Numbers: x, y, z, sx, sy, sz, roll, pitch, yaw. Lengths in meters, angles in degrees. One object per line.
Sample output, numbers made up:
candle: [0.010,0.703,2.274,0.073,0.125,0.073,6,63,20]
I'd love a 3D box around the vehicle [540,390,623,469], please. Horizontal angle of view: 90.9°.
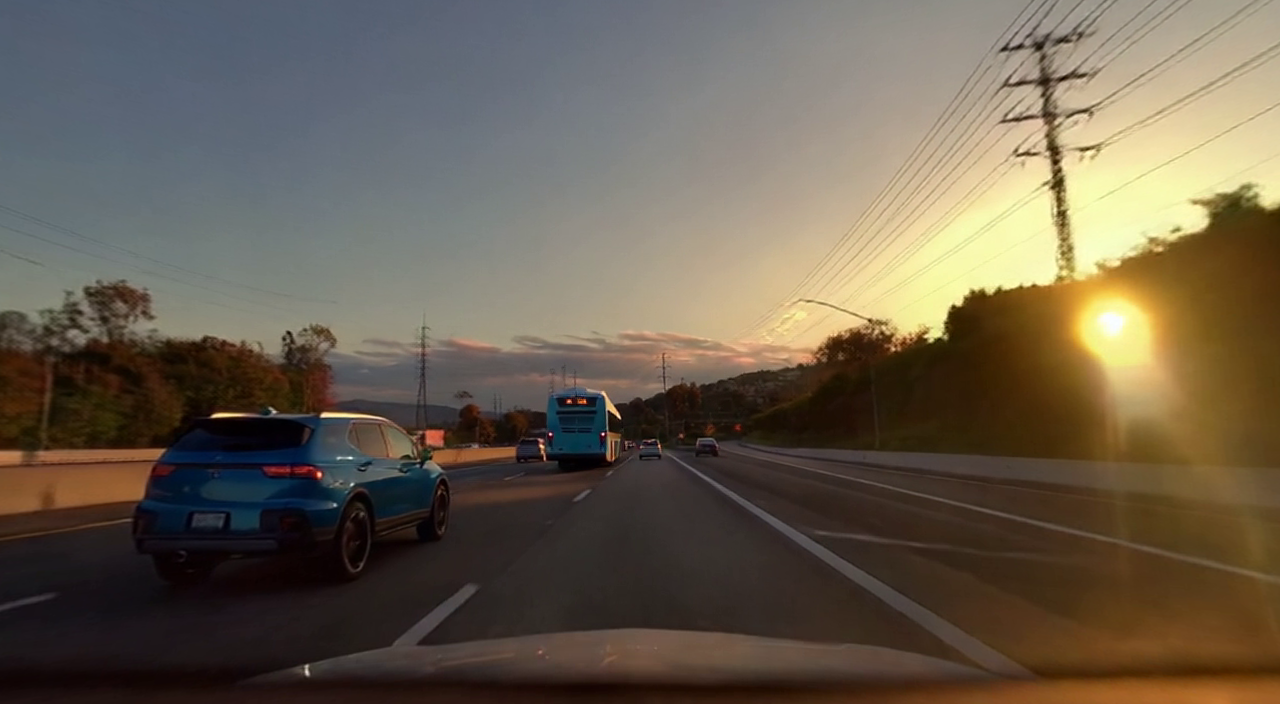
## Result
vehicle: [-2.936,4.575,35.830,3.382,3.712,11.766,1,-9,1]

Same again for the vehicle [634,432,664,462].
vehicle: [0.636,6.845,45.399,2.083,2.001,4.782,0,-8,1]

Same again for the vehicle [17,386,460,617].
vehicle: [-3.662,1.444,6.959,2.021,1.730,4.223,0,-8,1]

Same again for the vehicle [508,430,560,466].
vehicle: [-6.790,6.258,41.111,2.282,2.116,6.030,0,-8,1]
